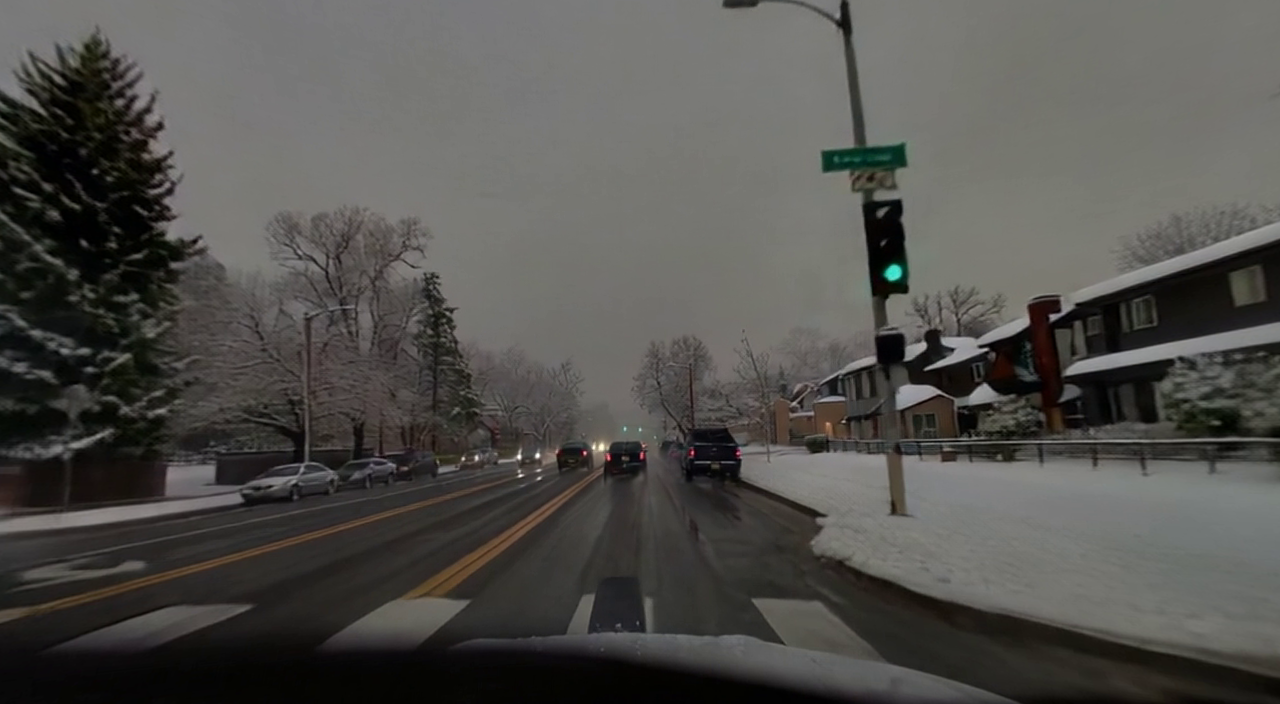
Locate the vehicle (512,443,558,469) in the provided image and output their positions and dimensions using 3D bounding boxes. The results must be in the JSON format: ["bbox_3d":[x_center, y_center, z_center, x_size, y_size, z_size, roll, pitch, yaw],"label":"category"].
[{"bbox_3d":[-6.560,6.555,40.034,1.998,1.518,4.817,0,-8,1],"label":"vehicle"}]

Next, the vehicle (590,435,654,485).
[{"bbox_3d":[-0.586,3.793,22.480,2.041,1.575,4.304,0,-8,-1],"label":"vehicle"}]

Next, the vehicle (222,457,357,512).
[{"bbox_3d":[-12.478,4.705,22.988,2.050,1.518,5.115,-4,-8,-1],"label":"vehicle"}]

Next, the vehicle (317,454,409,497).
[{"bbox_3d":[-12.191,5.413,28.142,2.047,1.497,4.949,-5,-8,-2],"label":"vehicle"}]

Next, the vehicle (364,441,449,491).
[{"bbox_3d":[-12.363,6.006,34.016,2.249,2.093,6.297,-8,-8,-3],"label":"vehicle"}]

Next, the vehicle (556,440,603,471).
[{"bbox_3d":[-3.123,5.447,33.583,2.117,1.528,4.277,0,-8,0],"label":"vehicle"}]

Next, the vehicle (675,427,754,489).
[{"bbox_3d":[2.450,3.638,21.988,2.119,1.884,4.567,0,-8,-1],"label":"vehicle"}]
